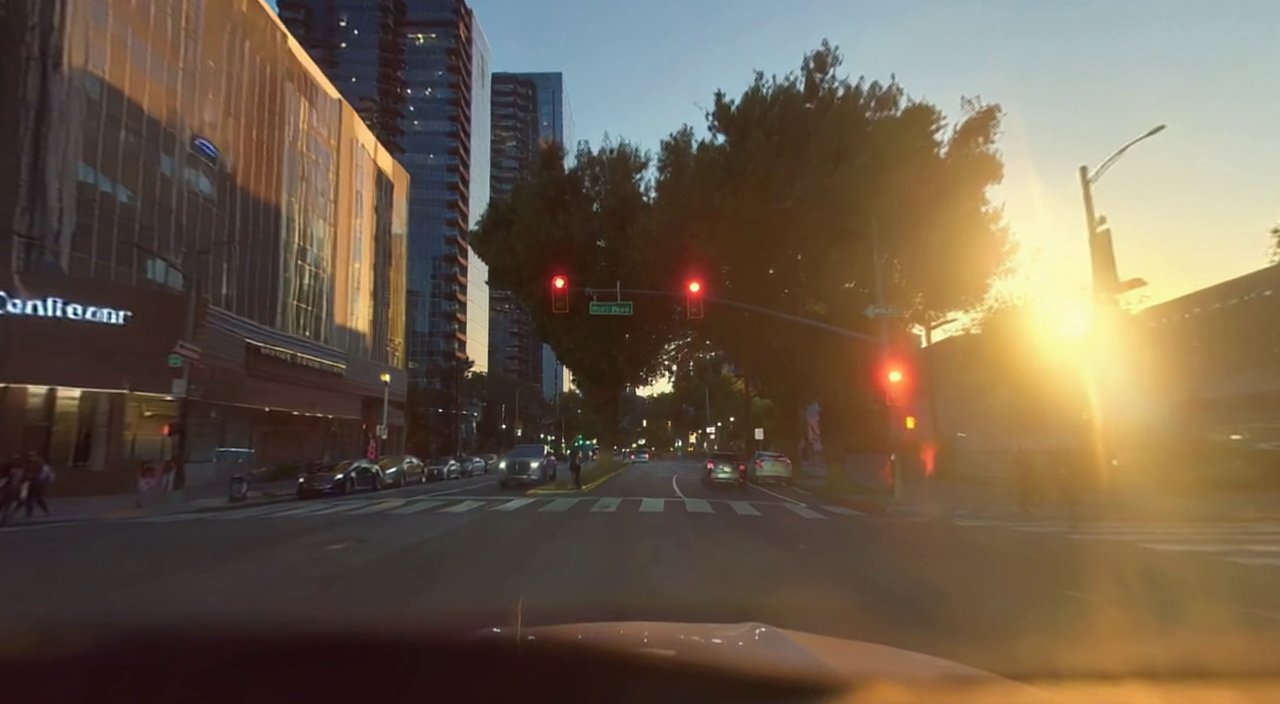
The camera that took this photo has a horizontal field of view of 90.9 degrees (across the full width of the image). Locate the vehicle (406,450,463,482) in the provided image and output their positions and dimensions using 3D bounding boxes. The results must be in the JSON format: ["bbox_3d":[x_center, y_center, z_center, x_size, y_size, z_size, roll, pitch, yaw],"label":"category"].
[{"bbox_3d":[-12.287,6.827,37.992,1.854,1.727,4.426,0,-8,0],"label":"vehicle"}]

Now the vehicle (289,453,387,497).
[{"bbox_3d":[-12.721,5.177,26.880,2.118,1.644,4.188,0,-8,-1],"label":"vehicle"}]

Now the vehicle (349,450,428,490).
[{"bbox_3d":[-12.547,5.876,31.821,1.938,1.729,4.628,-3,-8,2],"label":"vehicle"}]

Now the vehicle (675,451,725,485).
[{"bbox_3d":[2.742,5.397,29.561,1.919,1.371,3.583,1,-8,-1],"label":"vehicle"}]

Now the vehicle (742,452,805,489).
[{"bbox_3d":[5.983,5.342,28.829,1.882,1.479,4.652,0,-8,0],"label":"vehicle"}]

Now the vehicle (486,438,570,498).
[{"bbox_3d":[-3.882,4.038,22.601,2.176,1.804,4.740,-2,-8,-1],"label":"vehicle"}]

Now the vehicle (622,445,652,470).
[{"bbox_3d":[-0.194,8.002,48.076,2.165,1.749,4.078,0,-8,0],"label":"vehicle"}]
